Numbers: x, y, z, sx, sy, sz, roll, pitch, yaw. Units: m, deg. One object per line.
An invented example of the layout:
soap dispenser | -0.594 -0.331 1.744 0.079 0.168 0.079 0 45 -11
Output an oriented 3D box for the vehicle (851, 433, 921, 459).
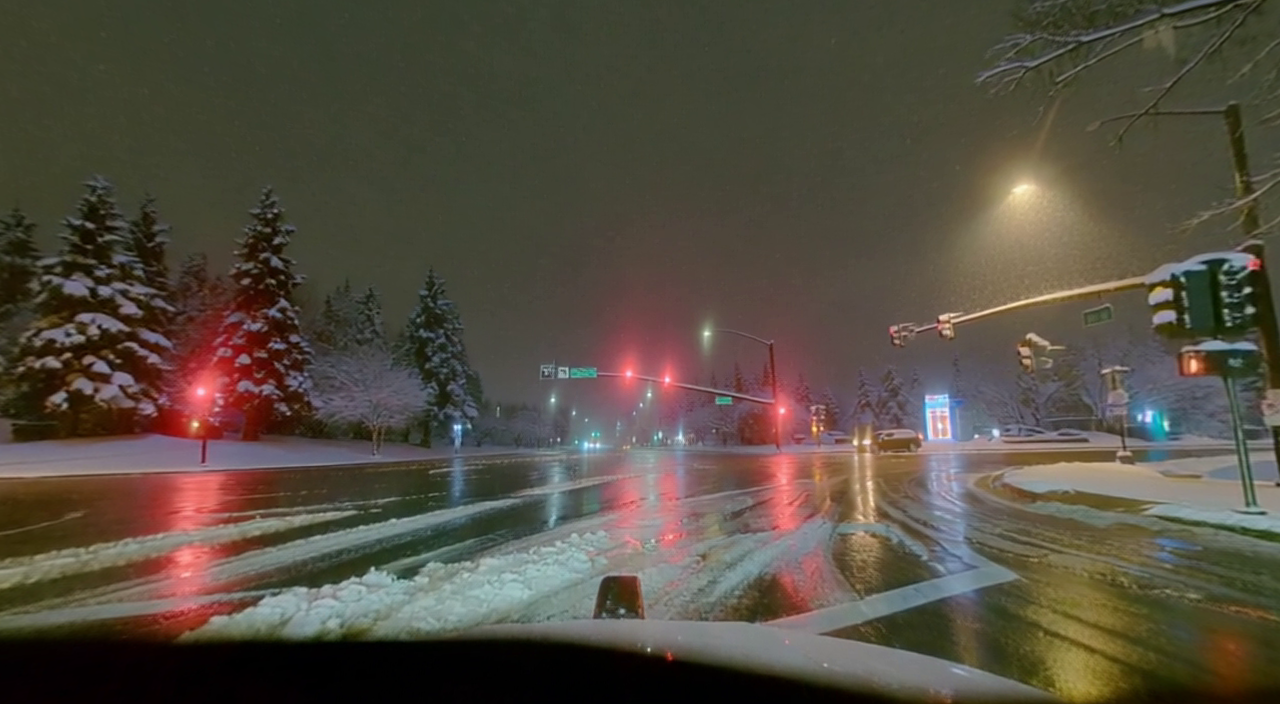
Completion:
vehicle | 17.637 6.748 45.320 4.600 1.783 1.970 4 -10 -26
